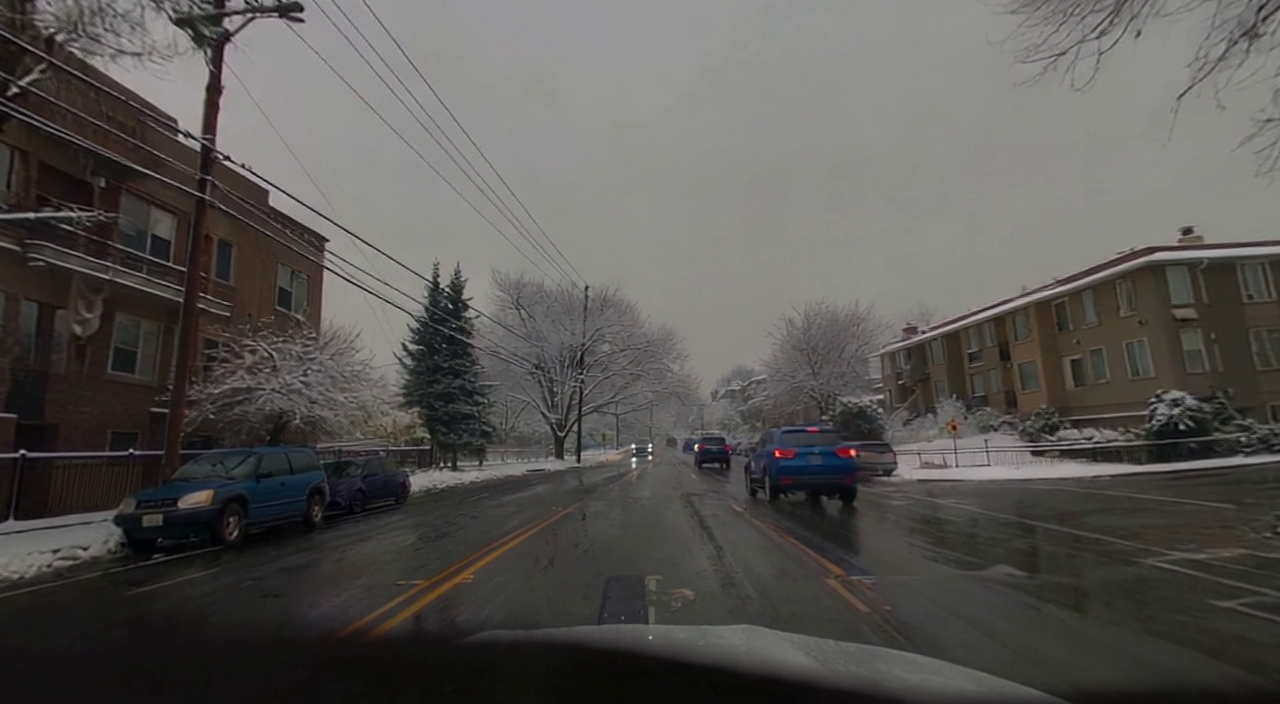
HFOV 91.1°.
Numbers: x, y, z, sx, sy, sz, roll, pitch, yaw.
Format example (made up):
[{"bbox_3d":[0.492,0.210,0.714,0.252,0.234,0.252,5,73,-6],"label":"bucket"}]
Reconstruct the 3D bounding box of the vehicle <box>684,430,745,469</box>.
[{"bbox_3d":[3.710,4.996,32.321,2.368,1.840,4.896,0,-8,-2],"label":"vehicle"}]

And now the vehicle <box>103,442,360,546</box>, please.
[{"bbox_3d":[-8.349,2.880,13.580,2.381,1.825,4.652,0,-8,0],"label":"vehicle"}]

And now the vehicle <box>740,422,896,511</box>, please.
[{"bbox_3d":[3.884,2.613,14.828,2.306,1.719,4.805,0,-8,0],"label":"vehicle"}]
